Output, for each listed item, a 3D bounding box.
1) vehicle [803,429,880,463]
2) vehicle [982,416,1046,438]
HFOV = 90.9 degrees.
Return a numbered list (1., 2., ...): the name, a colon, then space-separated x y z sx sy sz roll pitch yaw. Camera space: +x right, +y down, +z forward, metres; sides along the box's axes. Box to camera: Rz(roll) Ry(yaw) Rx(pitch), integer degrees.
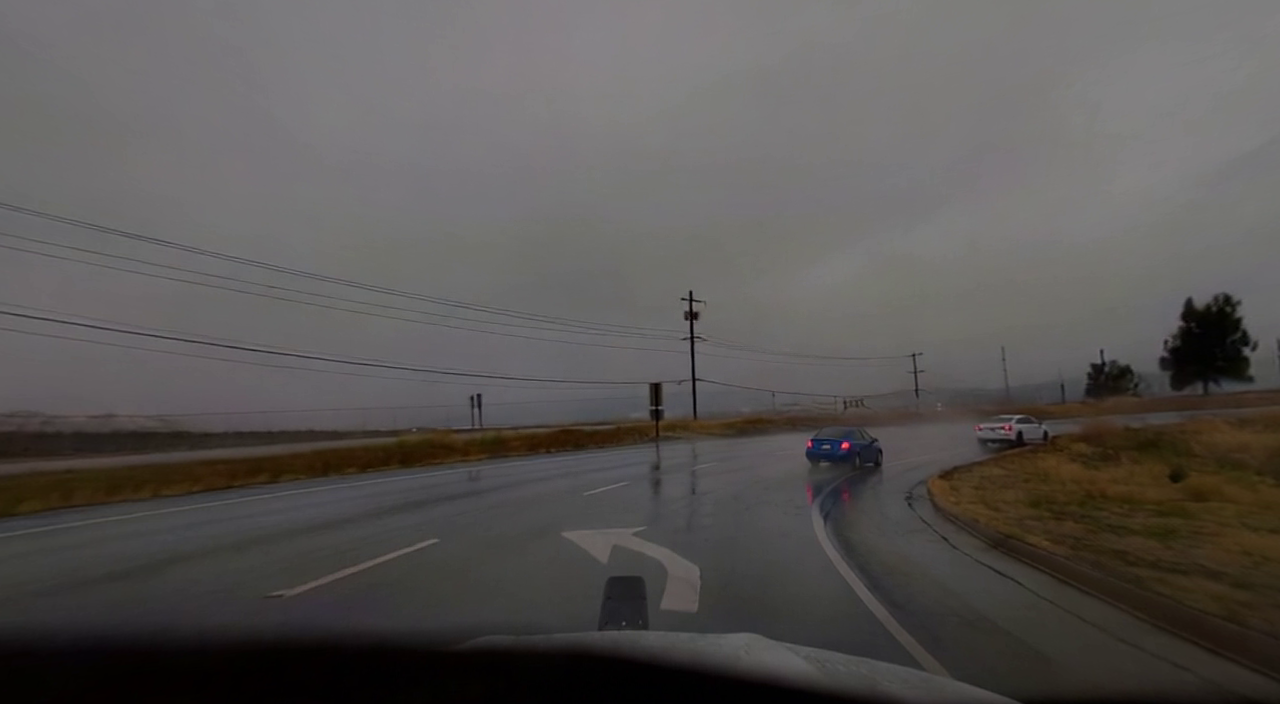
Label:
1. vehicle: 9.208 4.236 28.588 2.026 1.407 4.374 -6 -10 35
2. vehicle: 26.509 5.363 44.656 4.307 1.465 1.836 4 -9 -28
